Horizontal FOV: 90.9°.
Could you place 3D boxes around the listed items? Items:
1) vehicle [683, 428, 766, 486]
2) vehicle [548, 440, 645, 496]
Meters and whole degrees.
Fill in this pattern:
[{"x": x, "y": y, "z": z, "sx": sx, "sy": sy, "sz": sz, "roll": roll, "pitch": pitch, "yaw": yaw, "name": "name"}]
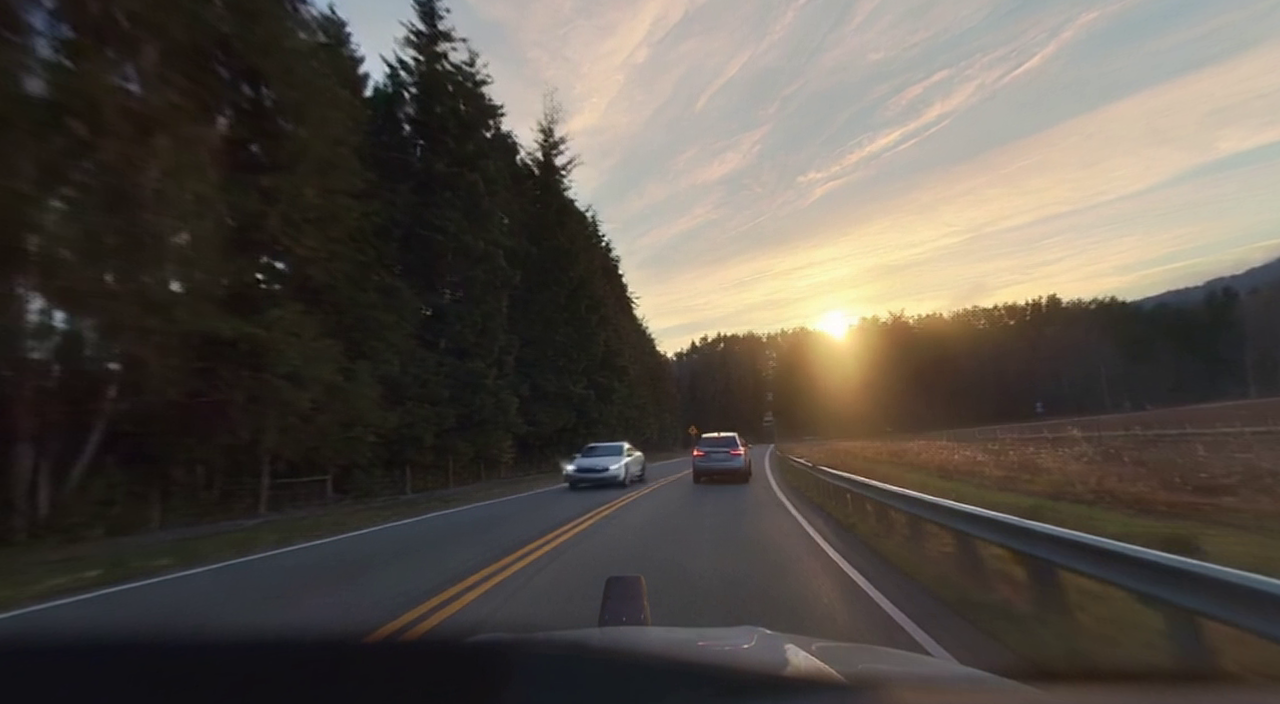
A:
[{"x": 2.695, "y": 3.241, "z": 19.768, "sx": 2.274, "sy": 1.583, "sz": 4.349, "roll": -1, "pitch": -8, "yaw": 9, "name": "vehicle"}, {"x": -1.239, "y": 3.637, "z": 20.233, "sx": 2.143, "sy": 1.586, "sz": 4.238, "roll": -1, "pitch": -9, "yaw": 10, "name": "vehicle"}]
